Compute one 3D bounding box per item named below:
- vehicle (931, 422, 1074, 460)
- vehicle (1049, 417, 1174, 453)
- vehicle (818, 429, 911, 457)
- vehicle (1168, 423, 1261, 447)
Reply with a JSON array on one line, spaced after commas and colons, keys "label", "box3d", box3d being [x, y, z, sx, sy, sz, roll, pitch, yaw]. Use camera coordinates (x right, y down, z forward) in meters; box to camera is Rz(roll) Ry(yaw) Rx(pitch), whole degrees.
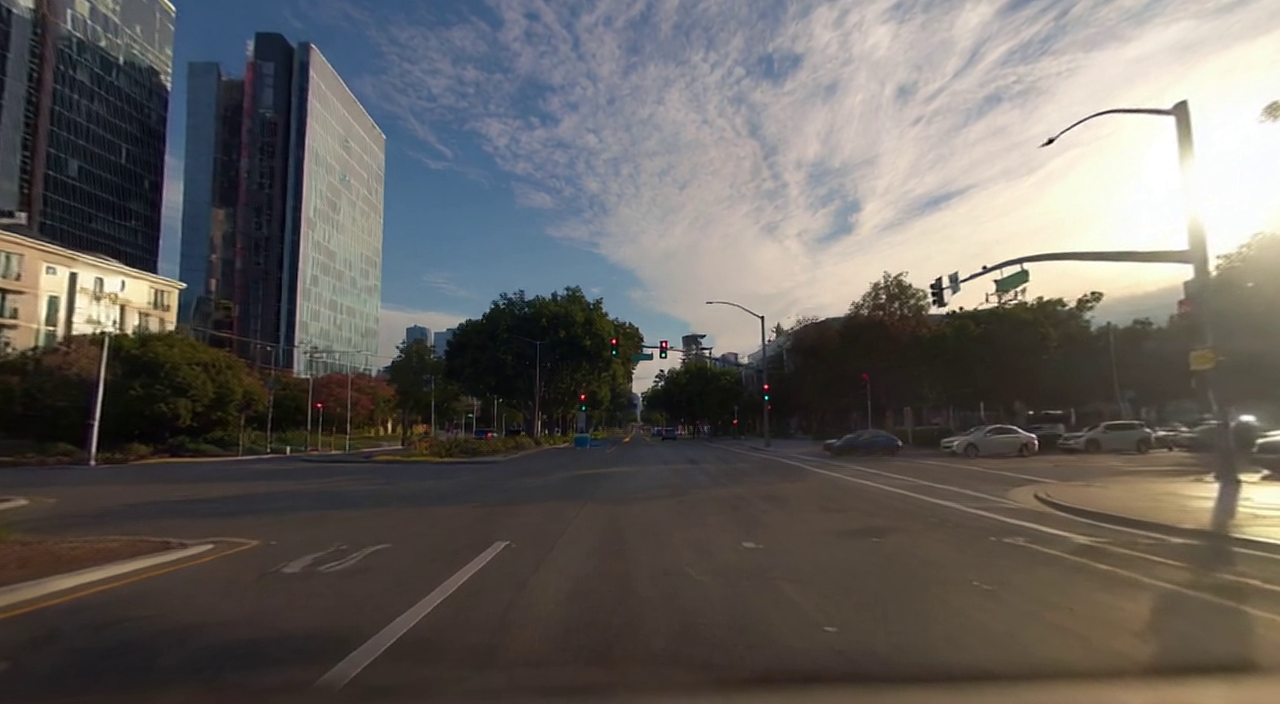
[{"label": "vehicle", "box3d": [15.219, 3.746, 26.703, 4.916, 1.504, 1.846, 0, -8, -2]}, {"label": "vehicle", "box3d": [23.775, 4.207, 32.004, 4.571, 1.698, 1.977, -1, -8, 3]}, {"label": "vehicle", "box3d": [11.209, 4.584, 31.788, 4.046, 1.306, 1.719, -1, -8, 5]}, {"label": "vehicle", "box3d": [42.230, 6.142, 46.654, 2.037, 1.614, 5.175, -1, -8, 1]}]
